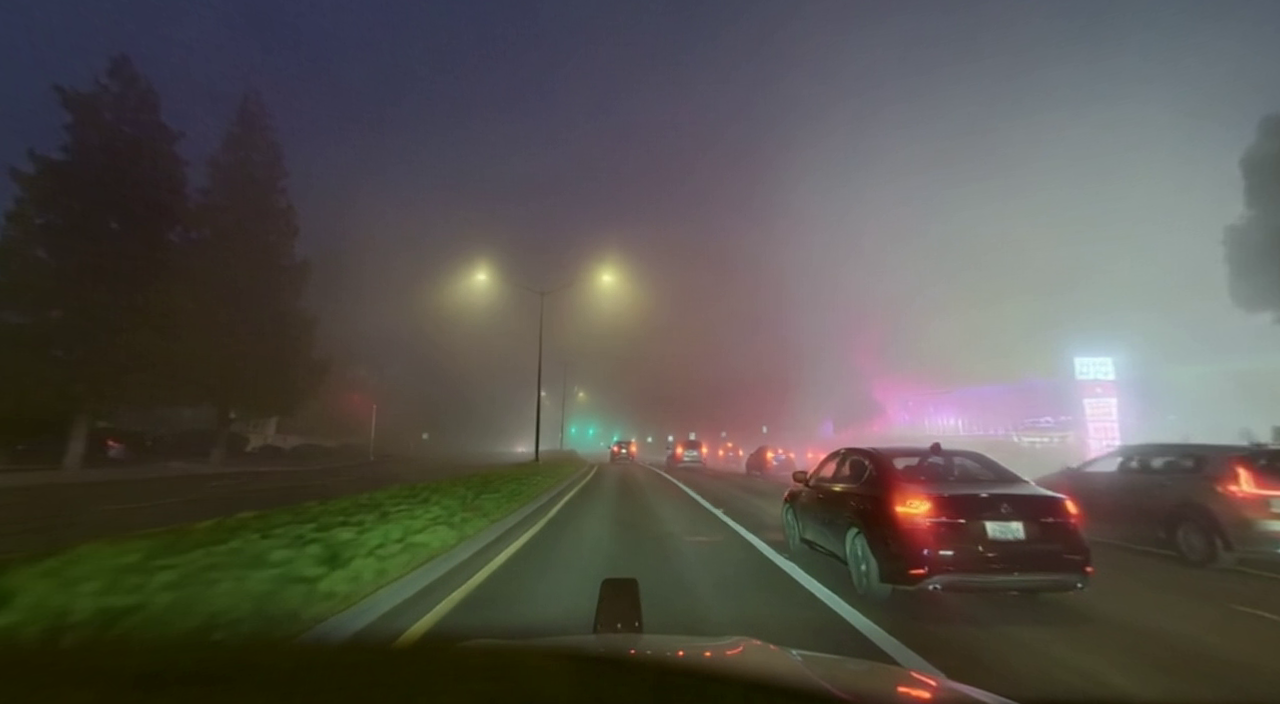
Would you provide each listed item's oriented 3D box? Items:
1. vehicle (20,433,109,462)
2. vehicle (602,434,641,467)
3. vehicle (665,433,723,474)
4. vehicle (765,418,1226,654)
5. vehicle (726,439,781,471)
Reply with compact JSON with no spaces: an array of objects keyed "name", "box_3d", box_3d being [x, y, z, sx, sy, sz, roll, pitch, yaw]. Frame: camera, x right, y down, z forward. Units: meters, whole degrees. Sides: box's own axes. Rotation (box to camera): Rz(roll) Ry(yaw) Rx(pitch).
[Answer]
[{"name":"vehicle","box_3d":[-31.004,5.171,34.066,1.744,1.433,3.823,2,-9,-11]},{"name":"vehicle","box_3d":[-1.170,5.776,36.889,2.051,1.798,4.168,1,-8,-5]},{"name":"vehicle","box_3d":[2.410,4.690,29.223,2.000,1.745,4.206,1,-8,-4]},{"name":"vehicle","box_3d":[2.659,1.462,6.121,1.883,1.452,4.258,0,-8,-2]},{"name":"vehicle","box_3d":[6.137,5.638,34.635,1.954,1.606,4.423,1,-8,-4]}]
